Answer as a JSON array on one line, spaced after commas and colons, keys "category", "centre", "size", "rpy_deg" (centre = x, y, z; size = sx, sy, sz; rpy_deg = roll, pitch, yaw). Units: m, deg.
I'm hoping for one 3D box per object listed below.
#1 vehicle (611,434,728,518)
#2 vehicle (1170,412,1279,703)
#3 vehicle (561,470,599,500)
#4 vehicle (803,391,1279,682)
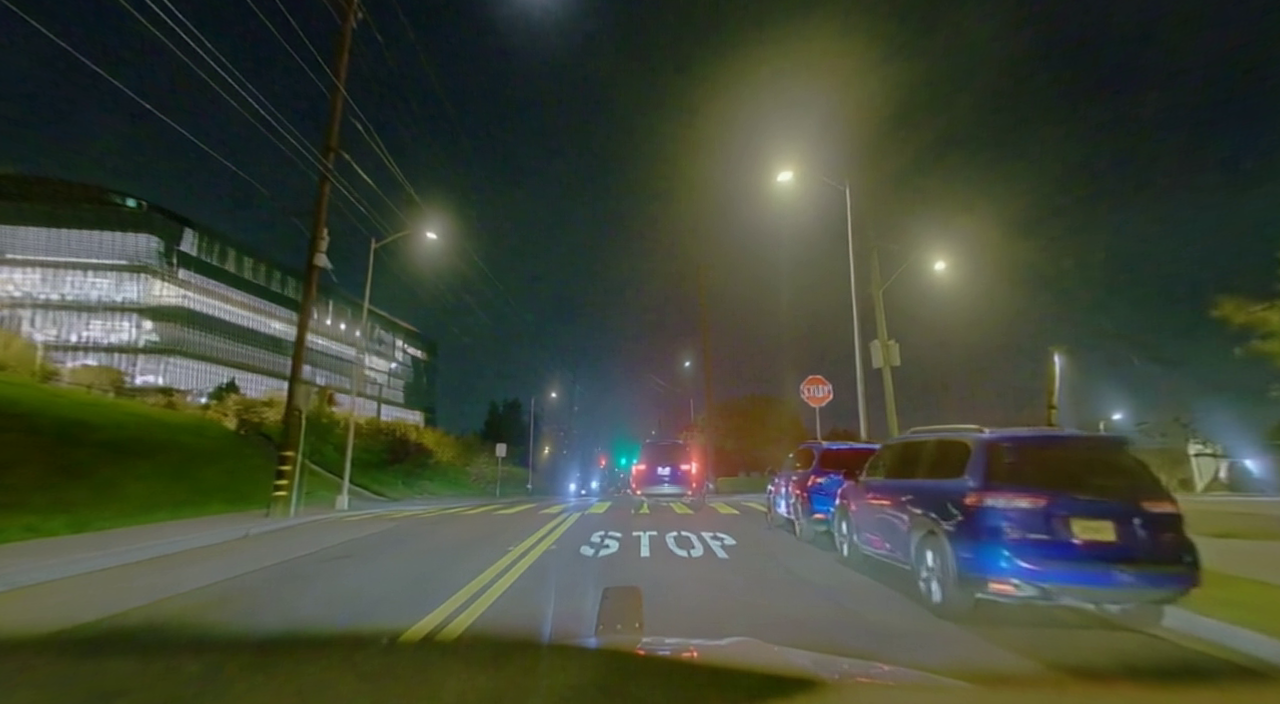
[{"category": "vehicle", "centre": [0.949, 3.059, 16.266], "size": [2.214, 1.789, 4.872], "rpy_deg": [-2, -9, 12]}, {"category": "vehicle", "centre": [3.400, 0.739, 0.813], "size": [1.828, 1.476, 3.984], "rpy_deg": [0, -8, -3]}, {"category": "vehicle", "centre": [-3.604, 8.086, 38.566], "size": [1.911, 1.563, 4.057], "rpy_deg": [0, -8, 0]}, {"category": "vehicle", "centre": [3.266, 1.429, 6.099], "size": [2.039, 1.731, 4.428], "rpy_deg": [0, -8, -2]}]
